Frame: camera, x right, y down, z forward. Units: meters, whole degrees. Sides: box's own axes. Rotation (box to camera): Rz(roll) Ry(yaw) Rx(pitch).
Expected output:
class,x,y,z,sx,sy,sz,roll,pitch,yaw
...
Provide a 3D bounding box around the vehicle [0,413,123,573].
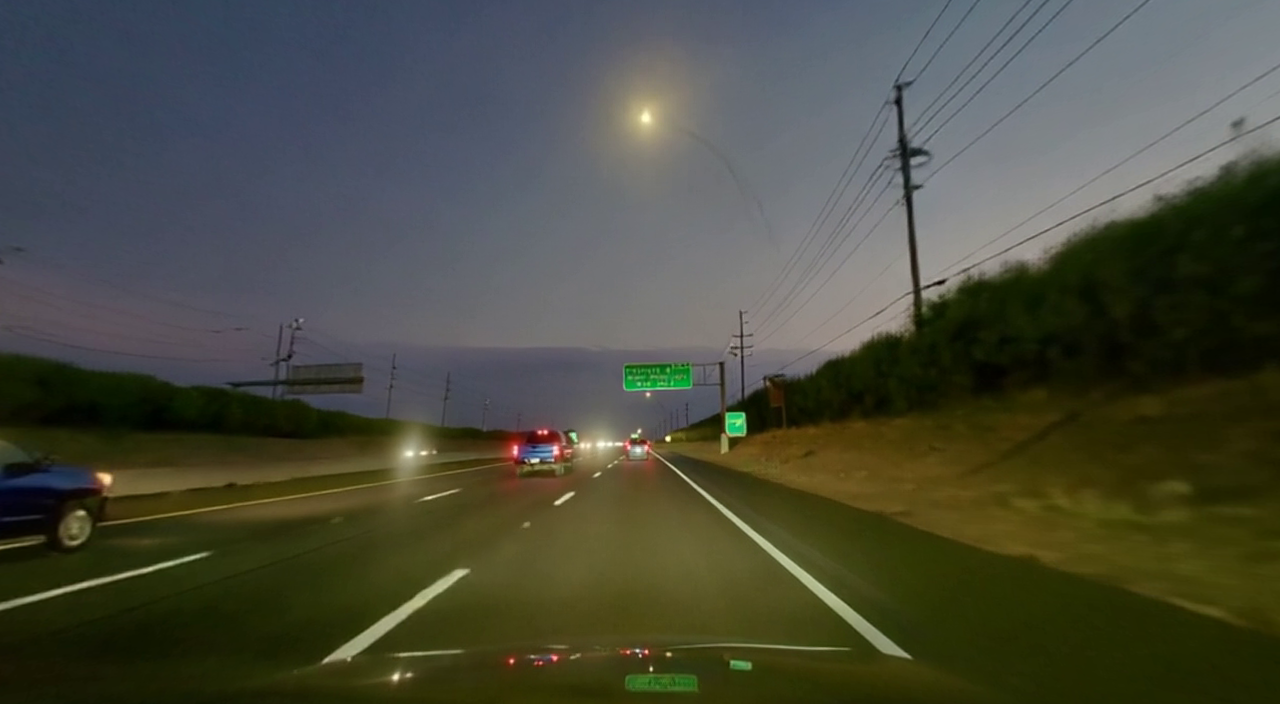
class,x,y,z,sx,sy,sz,roll,pitch,yaw
vehicle,-7.500,1.314,5.619,2.013,1.609,4.446,0,-8,0

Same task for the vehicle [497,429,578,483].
class,x,y,z,sx,sy,sz,roll,pitch,yaw
vehicle,-3.726,3.905,24.074,2.204,1.812,5.289,0,-8,0

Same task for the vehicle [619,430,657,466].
class,x,y,z,sx,sy,sz,roll,pitch,yaw
vehicle,-0.140,6.185,40.836,2.358,2.144,4.713,0,-8,0
